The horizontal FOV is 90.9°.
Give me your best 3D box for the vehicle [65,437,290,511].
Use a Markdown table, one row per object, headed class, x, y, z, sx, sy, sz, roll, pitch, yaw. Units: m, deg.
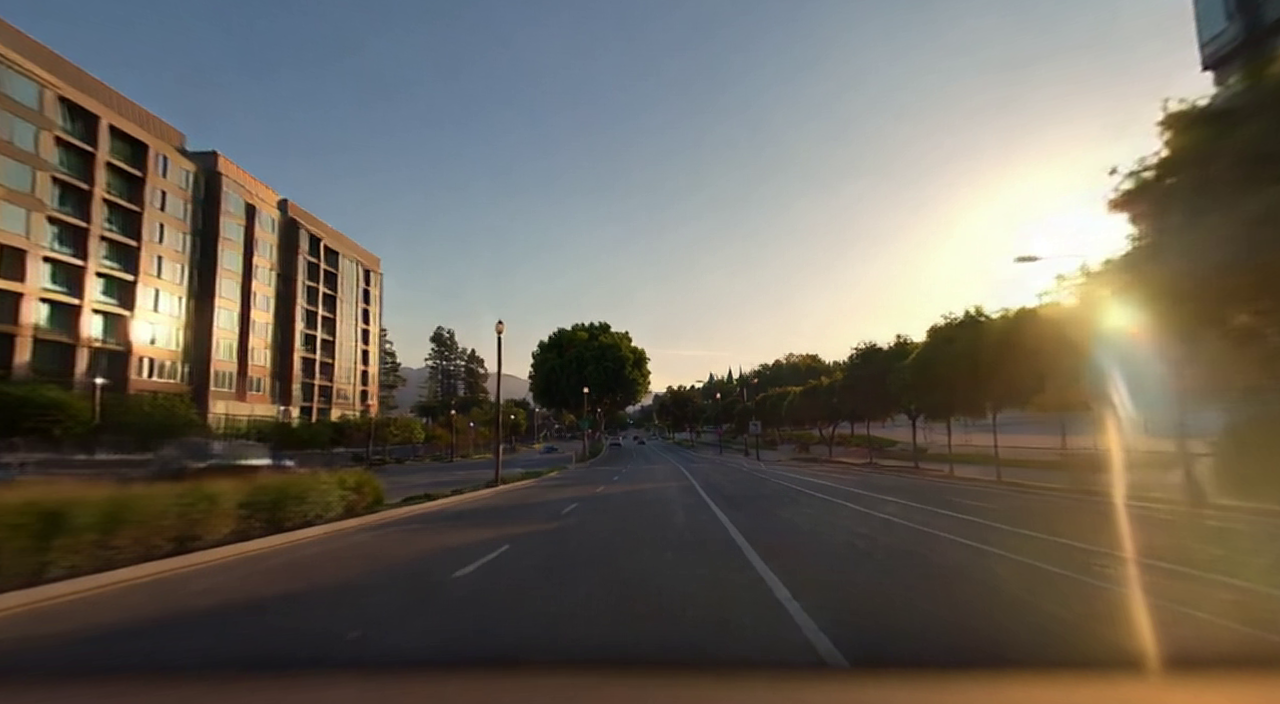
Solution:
| class | x | y | z | sx | sy | sz | roll | pitch | yaw |
| --- | --- | --- | --- | --- | --- | --- | --- | --- | --- |
| vehicle | -14.008 | 3.702 | 19.780 | 2.237 | 1.957 | 5.836 | -1 | -9 | 5 |
